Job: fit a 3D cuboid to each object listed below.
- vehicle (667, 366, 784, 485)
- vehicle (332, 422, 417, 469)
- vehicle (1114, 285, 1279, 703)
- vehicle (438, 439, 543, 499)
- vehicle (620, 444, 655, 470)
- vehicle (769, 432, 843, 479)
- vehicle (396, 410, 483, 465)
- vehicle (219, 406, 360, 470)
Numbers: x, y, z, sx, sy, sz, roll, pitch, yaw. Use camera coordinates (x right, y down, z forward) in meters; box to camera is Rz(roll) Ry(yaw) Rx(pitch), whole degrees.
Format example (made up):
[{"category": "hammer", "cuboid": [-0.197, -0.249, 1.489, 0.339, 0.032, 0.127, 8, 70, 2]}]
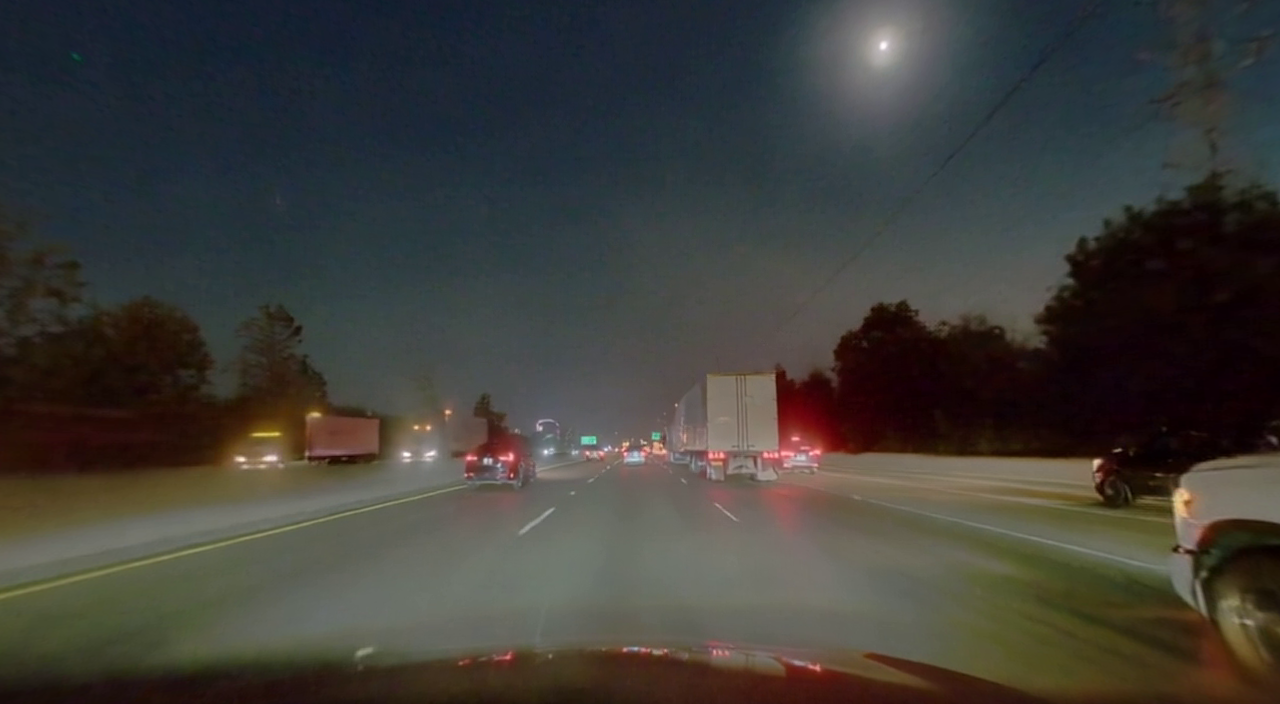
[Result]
[{"category": "vehicle", "cuboid": [3.261, 3.722, 29.797, 2.907, 4.109, 16.177, 0, -9, -1]}, {"category": "vehicle", "cuboid": [-18.566, 6.610, 44.590, 2.762, 3.012, 7.272, 0, -8, 0]}, {"category": "vehicle", "cuboid": [3.285, 0.441, 0.333, 2.132, 1.869, 4.978, 0, -8, 0]}, {"category": "vehicle", "cuboid": [-4.088, 3.243, 17.907, 1.968, 1.507, 3.829, 0, -8, 1]}, {"category": "vehicle", "cuboid": [-0.120, 6.539, 39.459, 2.047, 1.485, 3.938, 0, -8, 1]}, {"category": "vehicle", "cuboid": [7.411, 4.662, 28.600, 2.079, 1.938, 4.630, 0, -8, 0]}, {"category": "vehicle", "cuboid": [-14.854, 6.525, 47.762, 3.017, 3.713, 10.643, 0, -8, 0]}, {"category": "vehicle", "cuboid": [-22.207, 5.655, 40.948, 2.938, 3.573, 10.673, 0, -8, 0]}]
